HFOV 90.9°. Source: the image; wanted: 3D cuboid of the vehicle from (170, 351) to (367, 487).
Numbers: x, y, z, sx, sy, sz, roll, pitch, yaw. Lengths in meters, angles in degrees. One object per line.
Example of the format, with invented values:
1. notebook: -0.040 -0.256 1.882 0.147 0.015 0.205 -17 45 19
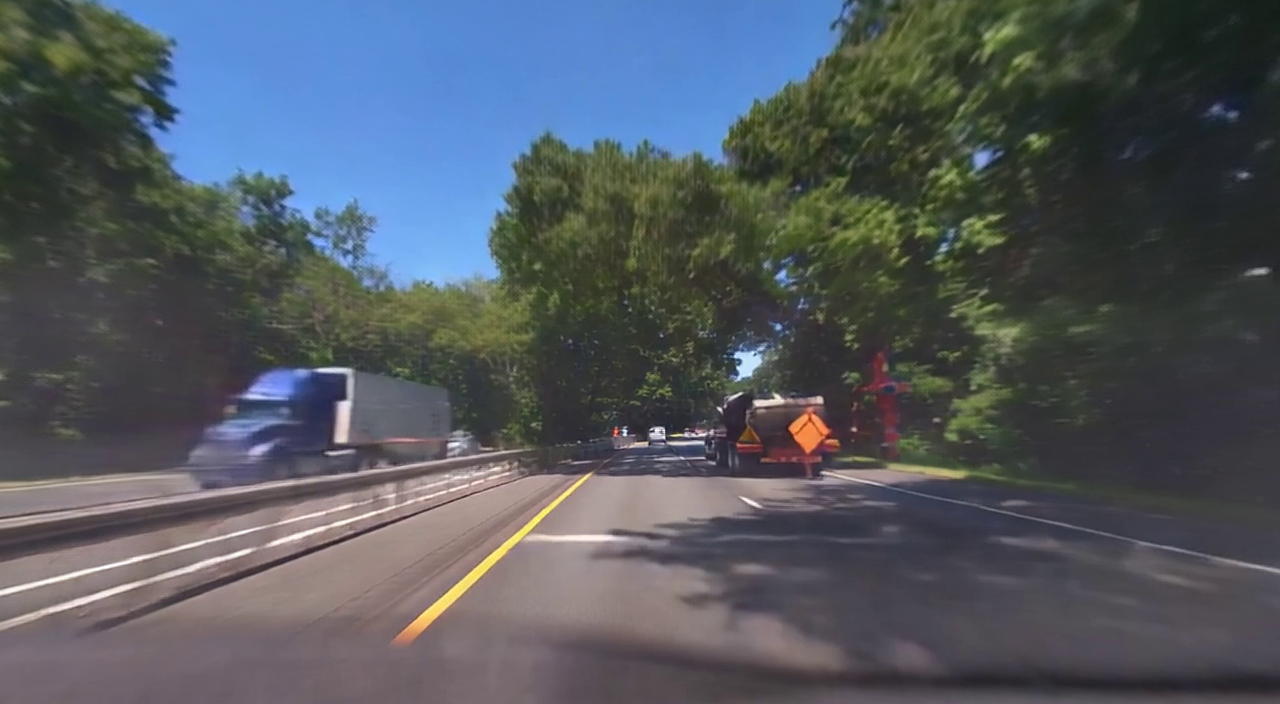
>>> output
1. vehicle: -12.170 2.340 21.453 3.013 3.979 5.795 0 -8 0

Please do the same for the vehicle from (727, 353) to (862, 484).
1. vehicle: 4.302 2.027 18.738 2.749 3.357 4.979 0 -8 1
